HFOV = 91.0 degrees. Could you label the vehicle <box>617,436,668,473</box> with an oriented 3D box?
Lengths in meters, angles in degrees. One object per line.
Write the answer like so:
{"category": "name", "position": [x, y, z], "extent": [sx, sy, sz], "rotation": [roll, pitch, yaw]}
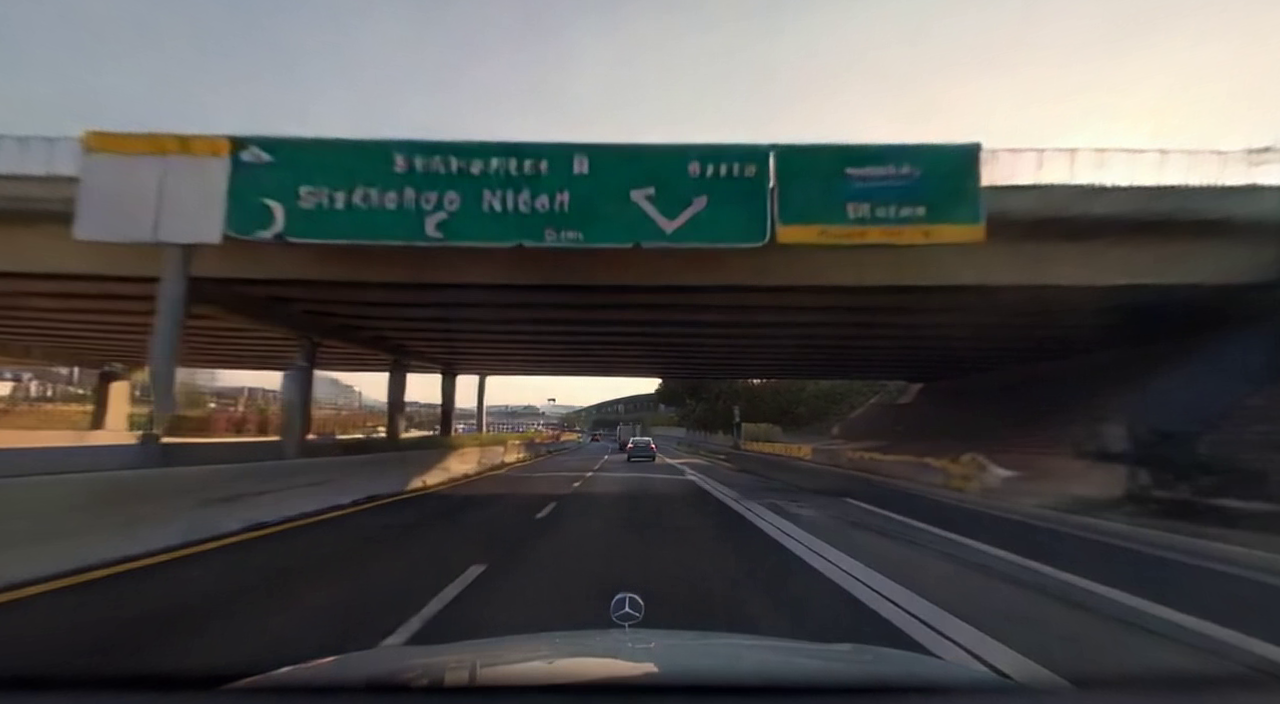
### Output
{"category": "vehicle", "position": [0.111, 4.557, 28.160], "extent": [2.130, 1.512, 4.057], "rotation": [0, -8, 0]}
